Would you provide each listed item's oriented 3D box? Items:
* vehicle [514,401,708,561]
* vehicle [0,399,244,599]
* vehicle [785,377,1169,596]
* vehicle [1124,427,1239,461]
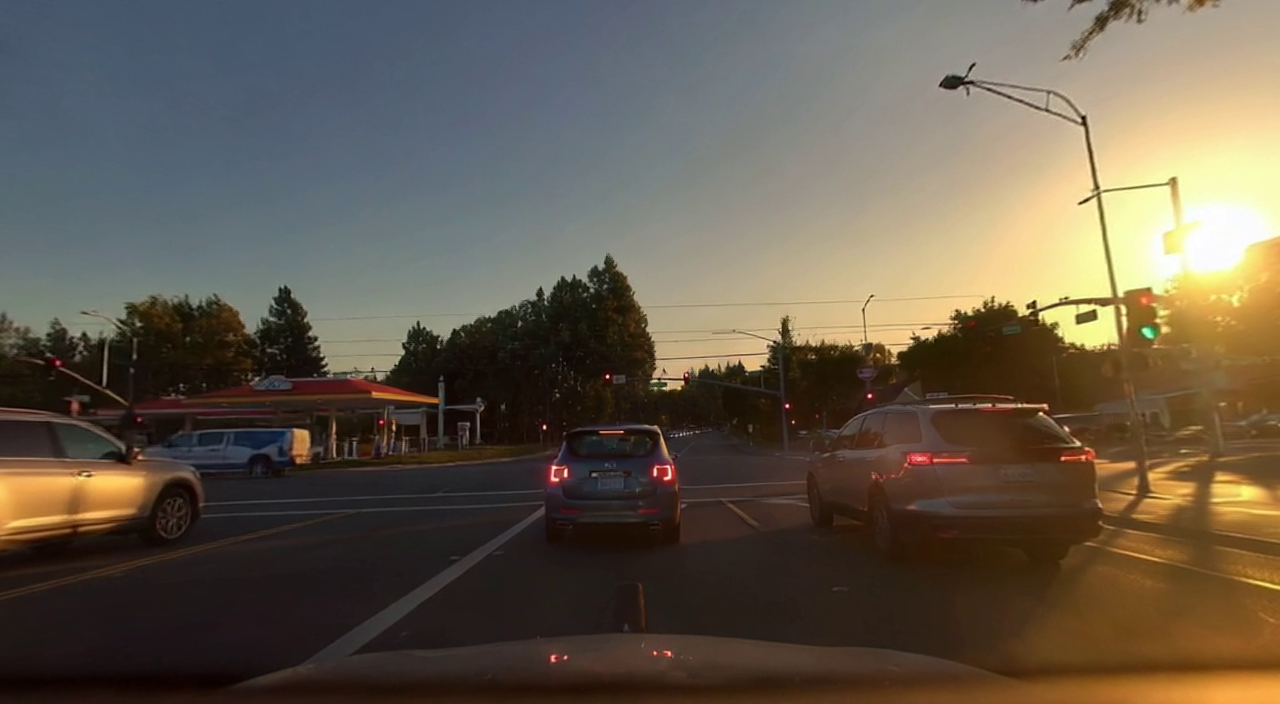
[{"bbox_3d":[-0.282,1.674,8.801,2.067,1.702,3.987,0,-8,1],"label":"vehicle"},{"bbox_3d":[-6.732,1.443,6.479,2.011,1.774,4.866,0,-8,2],"label":"vehicle"},{"bbox_3d":[3.257,1.413,7.388,2.083,1.779,4.347,0,-8,0],"label":"vehicle"},{"bbox_3d":[24.281,4.125,28.310,4.007,1.420,1.719,2,-8,-12],"label":"vehicle"}]
